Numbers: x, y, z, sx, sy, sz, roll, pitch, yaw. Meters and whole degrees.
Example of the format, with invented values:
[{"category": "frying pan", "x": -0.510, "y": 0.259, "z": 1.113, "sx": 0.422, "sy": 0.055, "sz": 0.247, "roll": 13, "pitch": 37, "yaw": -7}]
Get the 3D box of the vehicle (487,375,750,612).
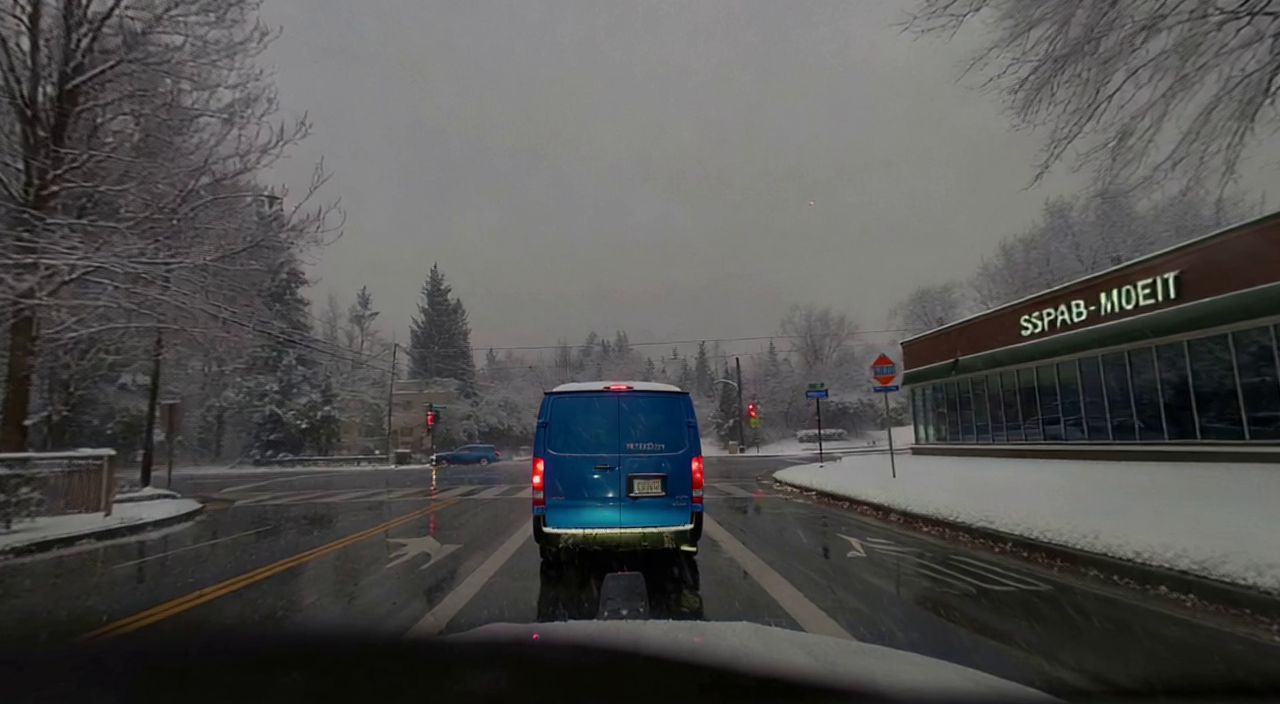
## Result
[{"category": "vehicle", "x": -0.292, "y": 1.475, "z": 7.305, "sx": 2.181, "sy": 1.949, "sz": 3.932, "roll": 1, "pitch": -9, "yaw": -4}]
